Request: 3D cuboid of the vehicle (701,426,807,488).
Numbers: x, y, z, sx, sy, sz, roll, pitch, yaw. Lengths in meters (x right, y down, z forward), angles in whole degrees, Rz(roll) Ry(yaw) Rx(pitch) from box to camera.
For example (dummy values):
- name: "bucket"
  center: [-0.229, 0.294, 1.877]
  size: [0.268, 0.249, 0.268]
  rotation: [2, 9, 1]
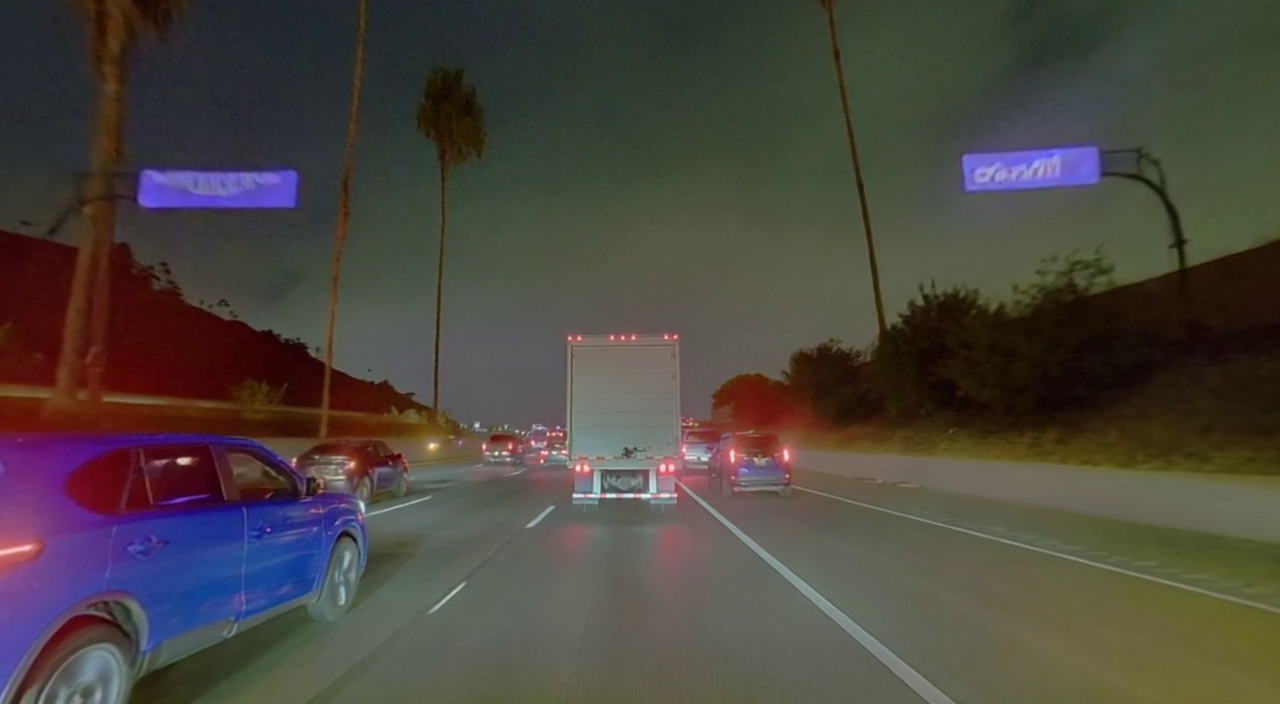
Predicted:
- name: "vehicle"
  center: [2.895, 2.815, 17.119]
  size: [1.859, 1.416, 4.695]
  rotation: [0, -9, -2]

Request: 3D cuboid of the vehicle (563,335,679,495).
- name: "vehicle"
  center: [-0.446, 2.372, 21.404]
  size: [2.906, 4.040, 10.743]
  rotation: [0, -9, 0]

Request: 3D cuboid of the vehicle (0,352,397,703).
- name: "vehicle"
  center: [-3.225, 1.090, 3.857]
  size: [1.885, 1.654, 4.103]
  rotation: [0, -9, -1]

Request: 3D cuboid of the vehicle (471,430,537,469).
- name: "vehicle"
  center: [-7.315, 5.362, 34.711]
  size: [2.344, 1.954, 5.579]
  rotation: [0, -9, 1]

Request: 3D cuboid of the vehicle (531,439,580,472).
- name: "vehicle"
  center: [-4.020, 5.008, 30.635]
  size: [1.874, 1.475, 4.328]
  rotation: [0, -9, -1]
